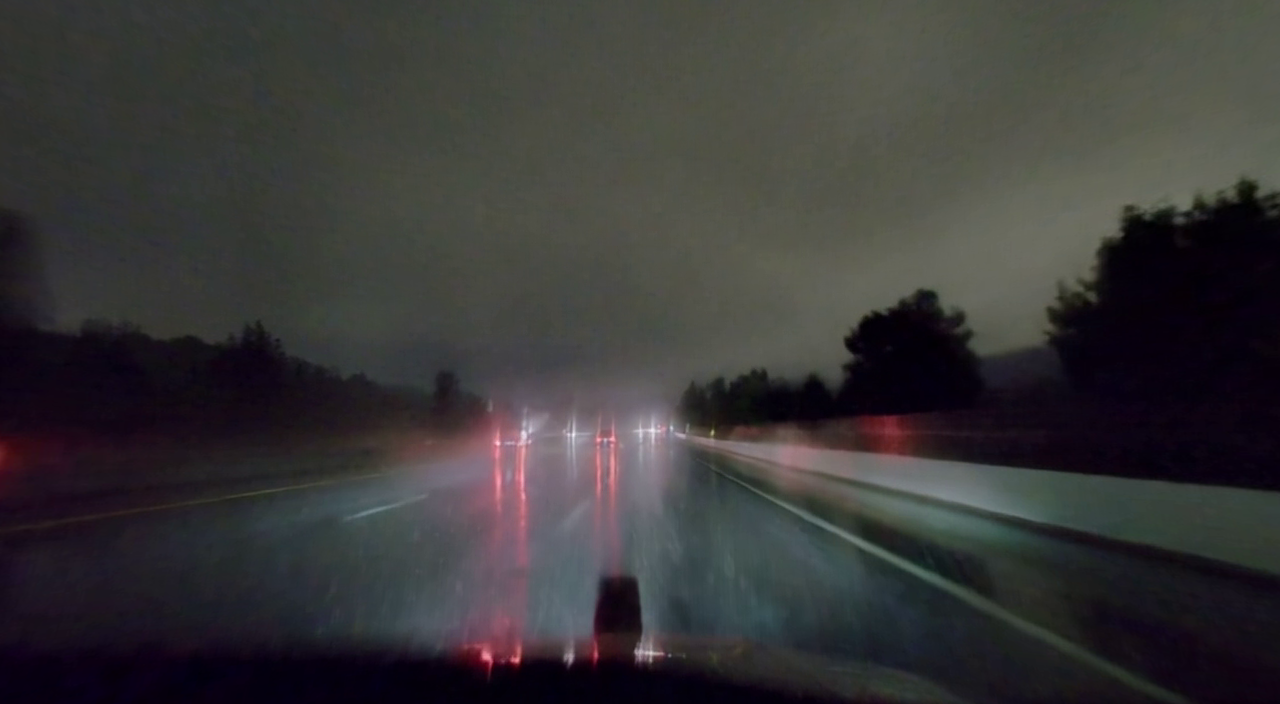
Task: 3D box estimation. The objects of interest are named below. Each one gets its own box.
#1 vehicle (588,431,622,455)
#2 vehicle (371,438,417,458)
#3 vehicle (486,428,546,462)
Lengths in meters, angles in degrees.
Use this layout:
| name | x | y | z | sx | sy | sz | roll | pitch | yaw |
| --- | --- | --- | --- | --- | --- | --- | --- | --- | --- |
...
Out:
| name | x | y | z | sx | sy | sz | roll | pitch | yaw |
| --- | --- | --- | --- | --- | --- | --- | --- | --- | --- |
| vehicle | -2.352 | 6.283 | 43.616 | 2.064 | 1.571 | 4.225 | 0 | -8 | 1 |
| vehicle | -18.928 | 7.397 | 48.532 | 1.898 | 1.466 | 3.956 | 0 | -7 | 0 |
| vehicle | -6.288 | 4.774 | 32.379 | 2.113 | 1.632 | 4.409 | 0 | -8 | 1 |
